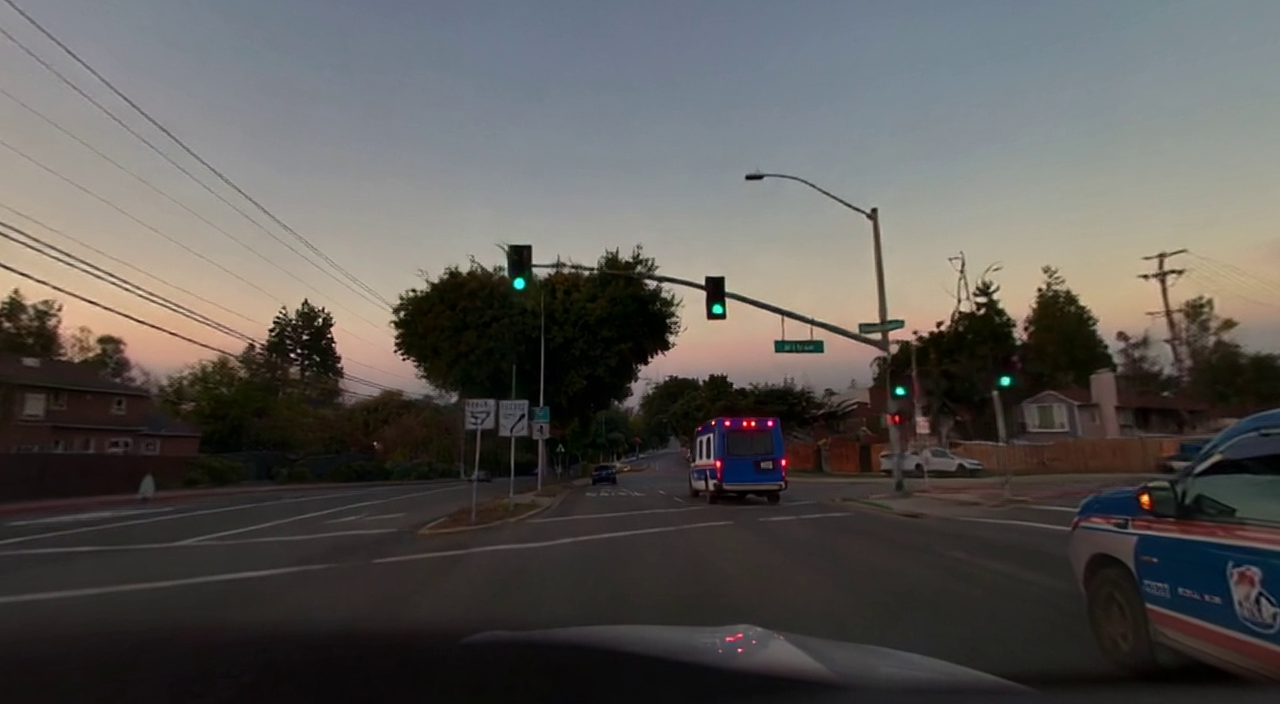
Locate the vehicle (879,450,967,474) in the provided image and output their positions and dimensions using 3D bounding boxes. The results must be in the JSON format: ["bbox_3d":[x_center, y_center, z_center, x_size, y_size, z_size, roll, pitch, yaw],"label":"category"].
[{"bbox_3d":[18.335,7.101,40.971,4.868,1.455,2.054,-5,-10,31],"label":"vehicle"}]

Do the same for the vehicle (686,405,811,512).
[{"bbox_3d":[2.990,3.130,19.033,2.406,2.687,5.521,0,-8,-4],"label":"vehicle"}]

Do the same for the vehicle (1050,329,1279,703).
[{"bbox_3d":[4.262,0.733,2.306,2.194,1.922,4.822,0,-8,-1],"label":"vehicle"}]

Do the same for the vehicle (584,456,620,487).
[{"bbox_3d":[-2.389,7.349,39.070,2.114,1.707,3.725,0,-8,-5],"label":"vehicle"}]
